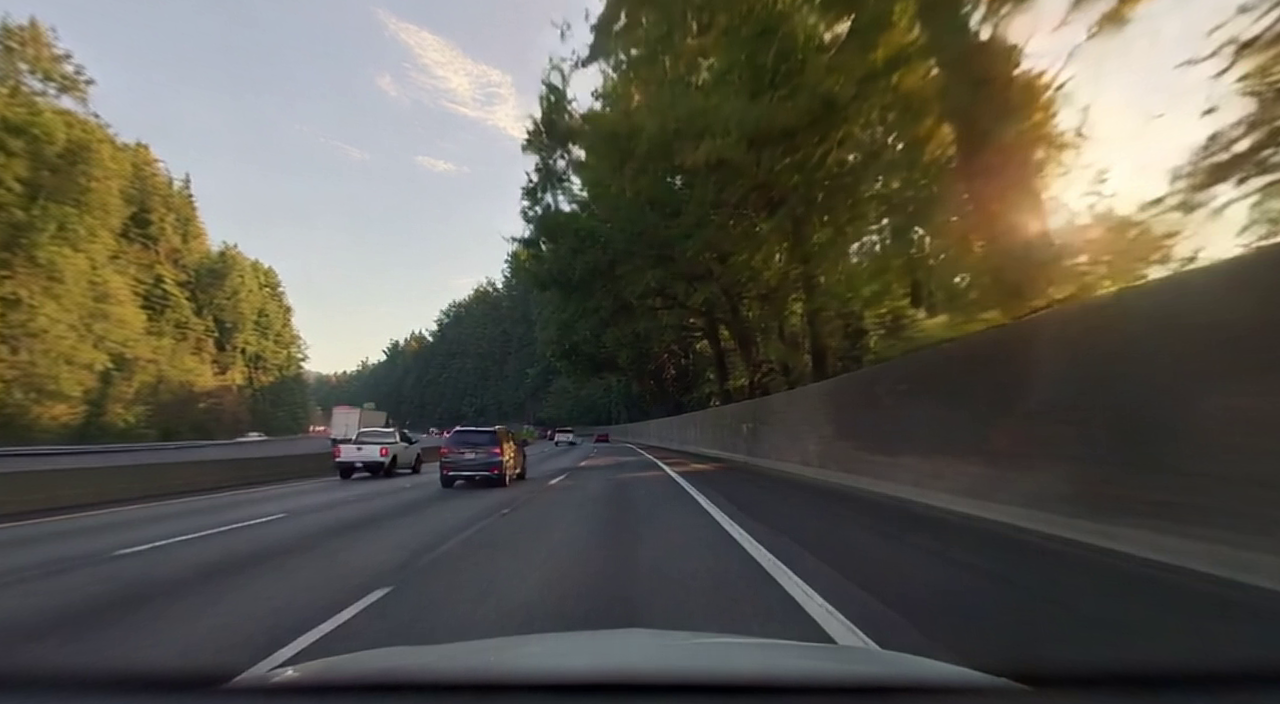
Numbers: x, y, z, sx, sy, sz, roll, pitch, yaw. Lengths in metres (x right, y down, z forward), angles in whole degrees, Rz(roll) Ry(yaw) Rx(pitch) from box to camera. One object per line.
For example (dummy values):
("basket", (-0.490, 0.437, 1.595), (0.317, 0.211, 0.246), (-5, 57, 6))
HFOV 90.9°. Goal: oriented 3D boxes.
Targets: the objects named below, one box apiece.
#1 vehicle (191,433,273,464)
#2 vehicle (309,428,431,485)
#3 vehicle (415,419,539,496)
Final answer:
("vehicle", (-20.054, 4.732, 31.130), (1.739, 1.432, 3.528), (0, -8, -2))
("vehicle", (-8.074, 3.127, 19.274), (2.000, 1.552, 3.946), (0, -8, -1))
("vehicle", (-3.889, 2.565, 15.812), (2.034, 1.675, 4.080), (0, -7, -1))
